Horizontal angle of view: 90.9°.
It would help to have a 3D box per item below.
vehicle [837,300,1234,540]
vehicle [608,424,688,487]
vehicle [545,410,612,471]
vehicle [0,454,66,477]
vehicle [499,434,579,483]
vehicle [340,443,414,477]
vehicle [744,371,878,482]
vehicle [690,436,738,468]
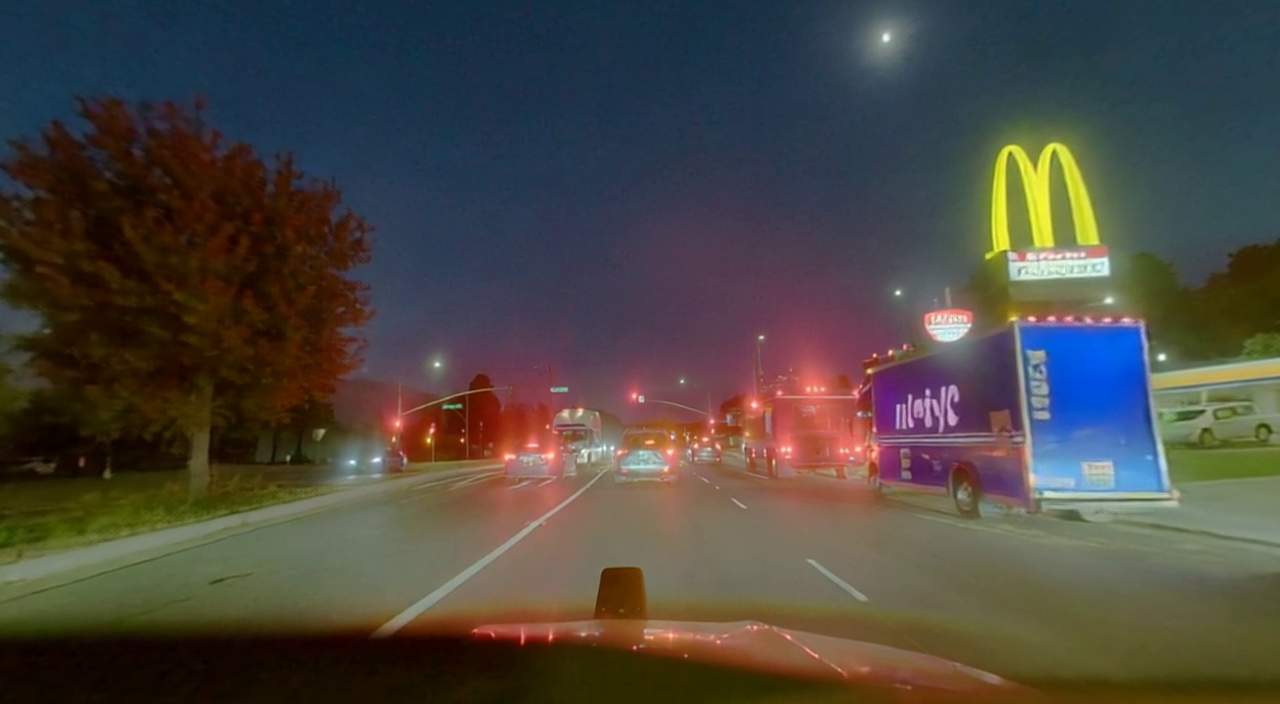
[{"bbox_3d":[6.754,1.489,12.827,2.891,3.361,7.843,-1,-8,0],"label":"vehicle"},{"bbox_3d":[0.261,3.160,19.497,2.209,1.718,4.008,-1,-8,1],"label":"vehicle"},{"bbox_3d":[-3.024,4.623,32.962,2.715,2.791,7.171,-1,-8,1],"label":"vehicle"},{"bbox_3d":[-41.425,7.663,42.847,1.795,1.416,4.294,2,-9,-17],"label":"vehicle"},{"bbox_3d":[-3.388,3.645,21.940,2.008,1.500,4.369,-1,-8,1],"label":"vehicle"},{"bbox_3d":[-13.487,5.515,32.618,1.928,1.497,4.446,-1,-7,0],"label":"vehicle"},{"bbox_3d":[6.937,3.440,27.658,2.816,3.804,10.315,-3,-9,0],"label":"vehicle"},{"bbox_3d":[3.798,5.228,33.118,2.075,1.540,4.411,-1,-8,1],"label":"vehicle"}]
